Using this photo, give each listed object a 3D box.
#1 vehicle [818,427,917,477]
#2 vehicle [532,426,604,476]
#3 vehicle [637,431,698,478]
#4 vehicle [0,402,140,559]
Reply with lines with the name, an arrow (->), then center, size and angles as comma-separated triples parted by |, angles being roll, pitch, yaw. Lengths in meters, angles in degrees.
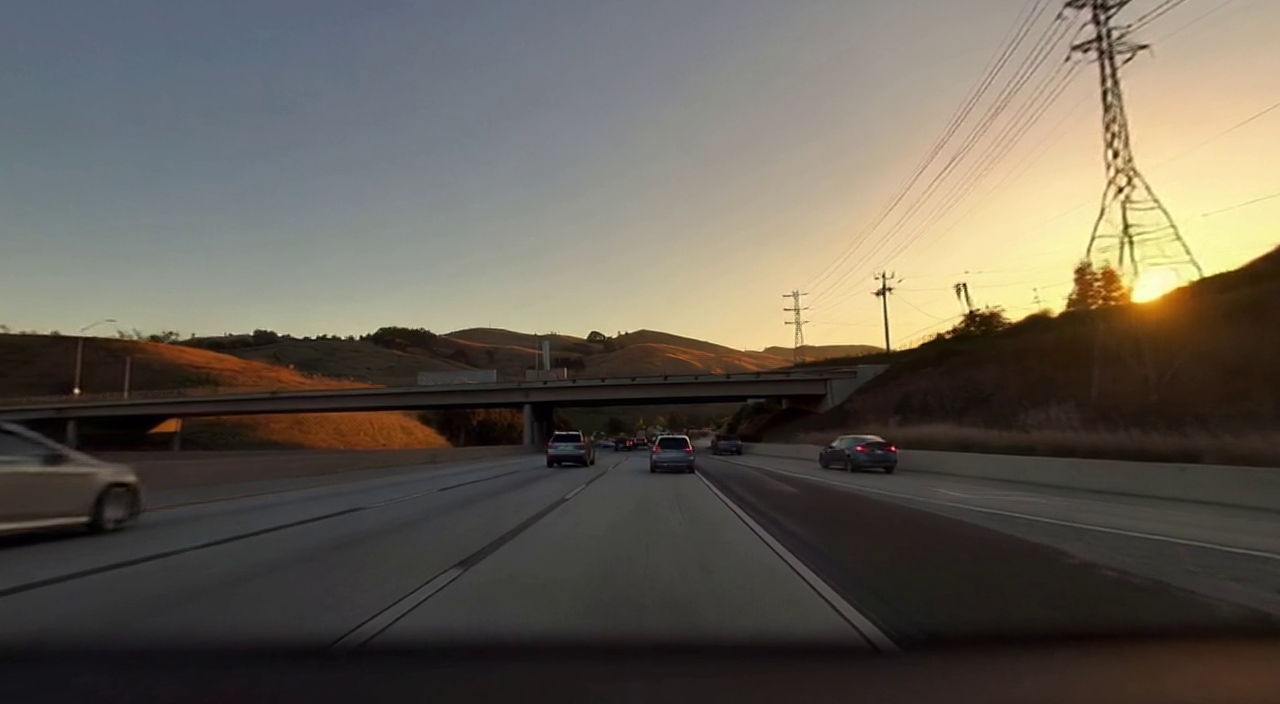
vehicle -> 9.771, 4.351, 27.609 | 2.059, 1.938, 4.793 | 1, -8, -7
vehicle -> -2.883, 4.118, 26.414 | 2.228, 1.845, 4.847 | -1, -8, 2
vehicle -> 0.982, 3.984, 24.729 | 2.193, 1.651, 3.946 | 0, -8, 0
vehicle -> -8.055, 1.358, 6.507 | 2.062, 1.702, 4.587 | 0, -8, -1
